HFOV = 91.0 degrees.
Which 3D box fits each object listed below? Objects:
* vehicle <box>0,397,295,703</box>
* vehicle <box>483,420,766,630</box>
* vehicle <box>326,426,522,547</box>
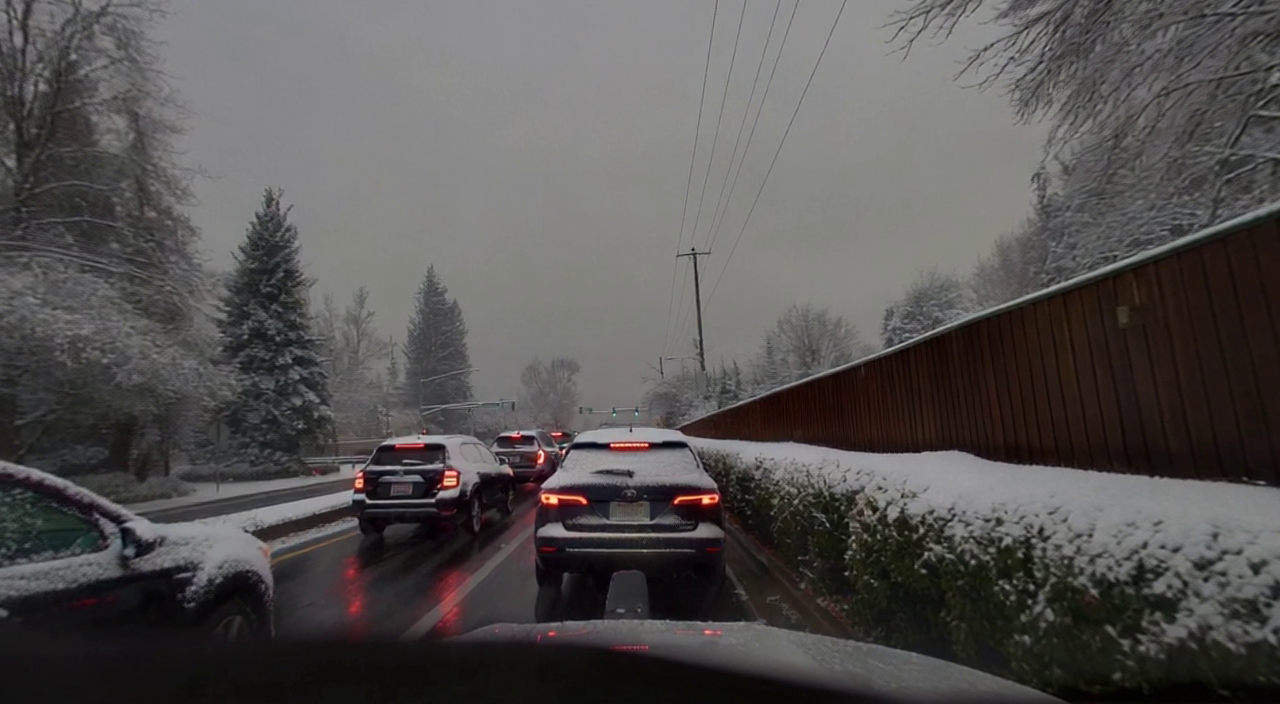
[{"bbox_3d":[-3.166,0.837,1.583,1.980,1.520,4.636,0,-8,0],"label":"vehicle"},{"bbox_3d":[-0.139,1.510,6.445,1.995,1.460,3.865,0,-8,-1],"label":"vehicle"},{"bbox_3d":[-3.223,2.064,10.270,1.850,1.582,3.688,0,-8,0],"label":"vehicle"}]
